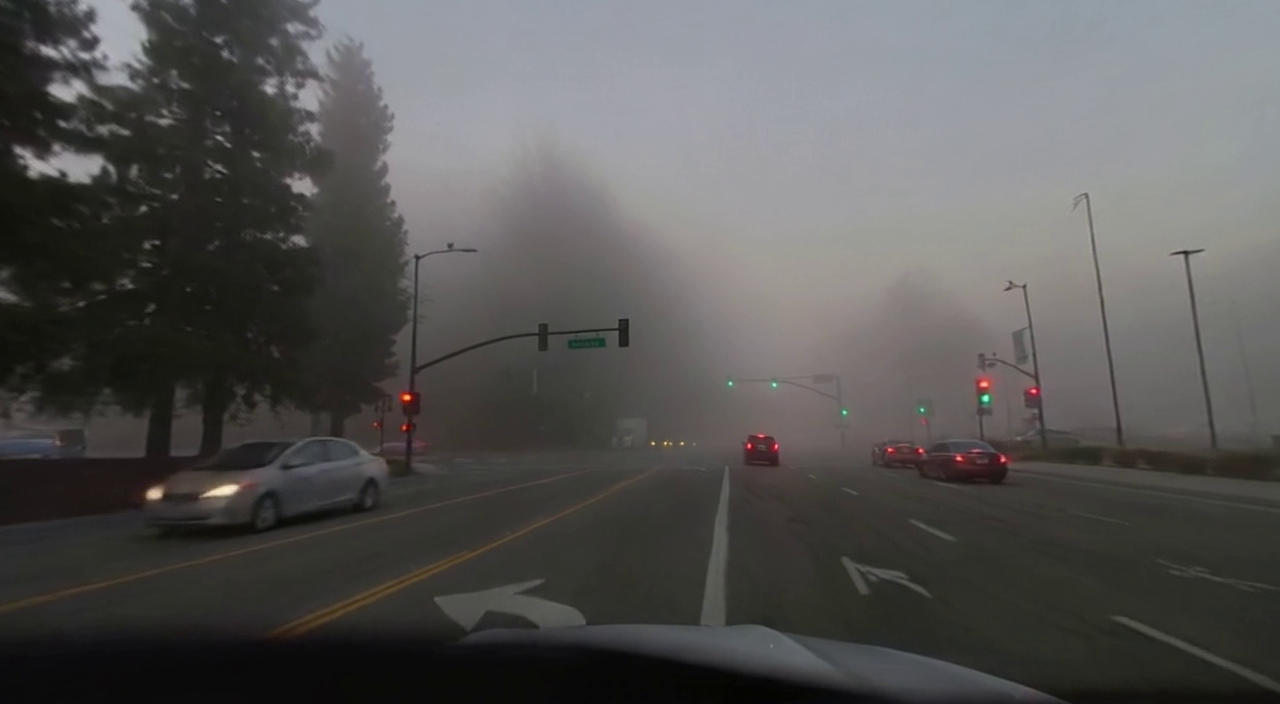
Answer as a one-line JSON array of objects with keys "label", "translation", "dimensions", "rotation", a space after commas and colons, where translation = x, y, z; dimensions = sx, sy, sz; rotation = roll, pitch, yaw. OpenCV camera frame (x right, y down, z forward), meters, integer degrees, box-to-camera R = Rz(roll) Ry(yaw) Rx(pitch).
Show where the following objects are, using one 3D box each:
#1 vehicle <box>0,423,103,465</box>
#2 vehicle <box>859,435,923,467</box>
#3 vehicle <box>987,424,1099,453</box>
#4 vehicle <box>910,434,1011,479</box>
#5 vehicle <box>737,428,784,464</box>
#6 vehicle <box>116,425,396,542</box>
[{"label": "vehicle", "translation": [-27.005, 4.164, 28.140], "dimensions": [1.871, 1.703, 4.093], "rotation": [-1, -10, 6]}, {"label": "vehicle", "translation": [12.563, 4.984, 31.745], "dimensions": [1.860, 1.460, 4.379], "rotation": [0, -8, 6]}, {"label": "vehicle", "translation": [28.545, 6.138, 44.664], "dimensions": [6.170, 1.978, 2.399], "rotation": [-1, -9, 7]}, {"label": "vehicle", "translation": [11.560, 3.790, 22.979], "dimensions": [1.896, 1.463, 4.296], "rotation": [-1, -8, 8]}, {"label": "vehicle", "translation": [6.540, 5.140, 34.495], "dimensions": [2.203, 1.801, 4.331], "rotation": [-1, -8, 7]}, {"label": "vehicle", "translation": [-6.523, 2.235, 11.378], "dimensions": [2.016, 1.677, 4.147], "rotation": [-1, -8, 9]}]
